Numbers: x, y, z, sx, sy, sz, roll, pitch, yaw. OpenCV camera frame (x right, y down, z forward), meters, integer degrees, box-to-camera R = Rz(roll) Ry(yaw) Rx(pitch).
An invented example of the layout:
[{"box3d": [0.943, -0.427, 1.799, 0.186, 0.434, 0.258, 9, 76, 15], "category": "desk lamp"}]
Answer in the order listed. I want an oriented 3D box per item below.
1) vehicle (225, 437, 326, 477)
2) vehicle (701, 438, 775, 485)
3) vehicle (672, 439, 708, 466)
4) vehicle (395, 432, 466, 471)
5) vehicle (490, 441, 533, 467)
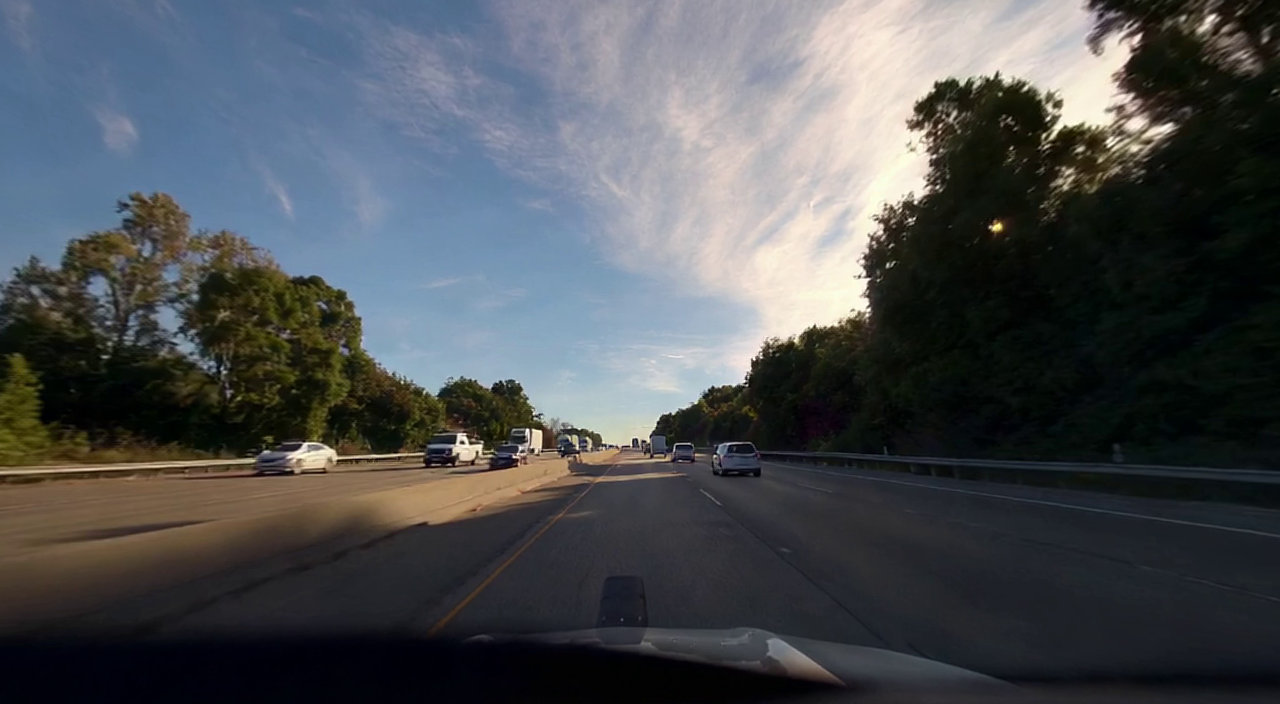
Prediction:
[{"box3d": [-16.524, 4.779, 28.891, 1.922, 1.695, 4.498, 0, -9, 0], "category": "vehicle"}, {"box3d": [3.593, 4.110, 23.861, 2.023, 1.603, 4.159, 0, -9, -2], "category": "vehicle"}, {"box3d": [3.456, 7.127, 44.794, 2.070, 1.751, 4.576, 0, -9, -2], "category": "vehicle"}, {"box3d": [-11.645, 5.585, 35.466, 2.234, 1.981, 5.152, 0, -9, 0], "category": "vehicle"}, {"box3d": [-8.107, 6.490, 40.252, 1.891, 1.529, 4.218, 0, -9, 0], "category": "vehicle"}]
